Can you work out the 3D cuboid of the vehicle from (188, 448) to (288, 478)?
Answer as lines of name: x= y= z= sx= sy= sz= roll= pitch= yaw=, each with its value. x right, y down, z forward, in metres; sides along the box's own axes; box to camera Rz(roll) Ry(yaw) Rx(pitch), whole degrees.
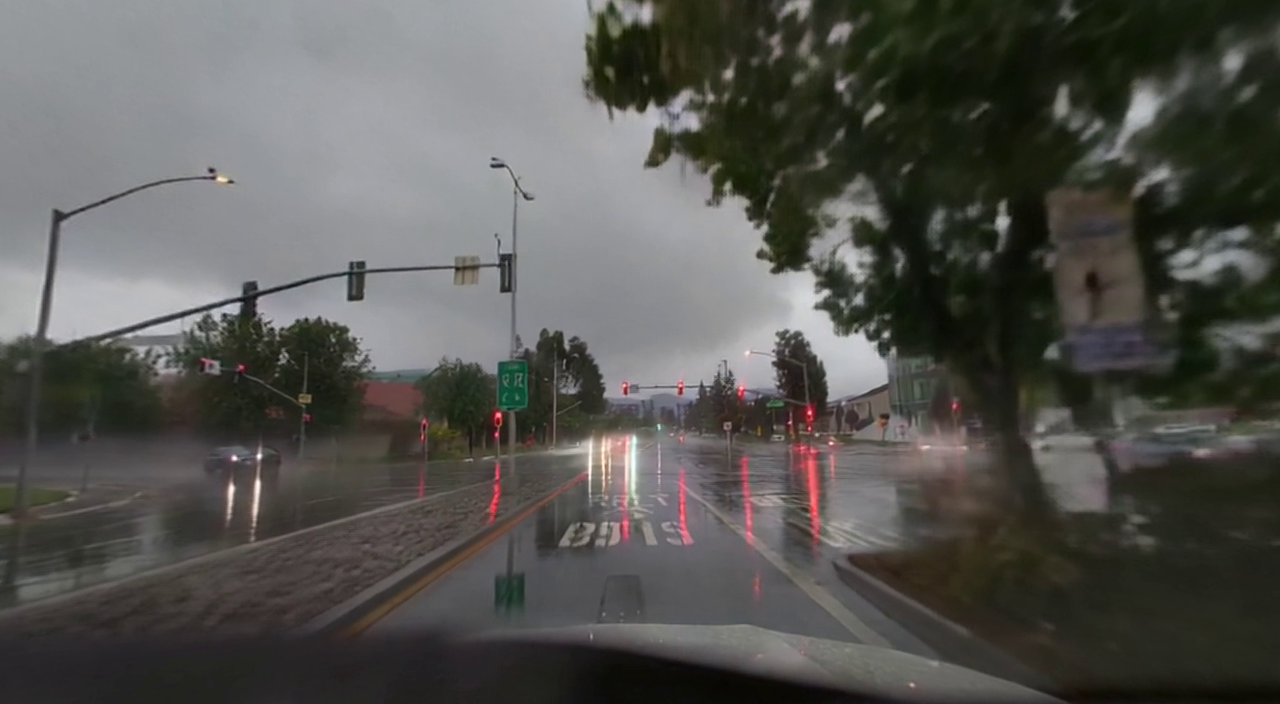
vehicle: x=-24.728 y=6.839 z=39.003 sx=4.706 sy=1.734 sz=2.253 roll=-1 pitch=-8 yaw=6

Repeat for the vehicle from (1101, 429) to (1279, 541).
vehicle: x=9.593 y=1.934 z=9.475 sx=1.933 sy=1.500 sz=4.458 roll=0 pitch=-8 yaw=-1
